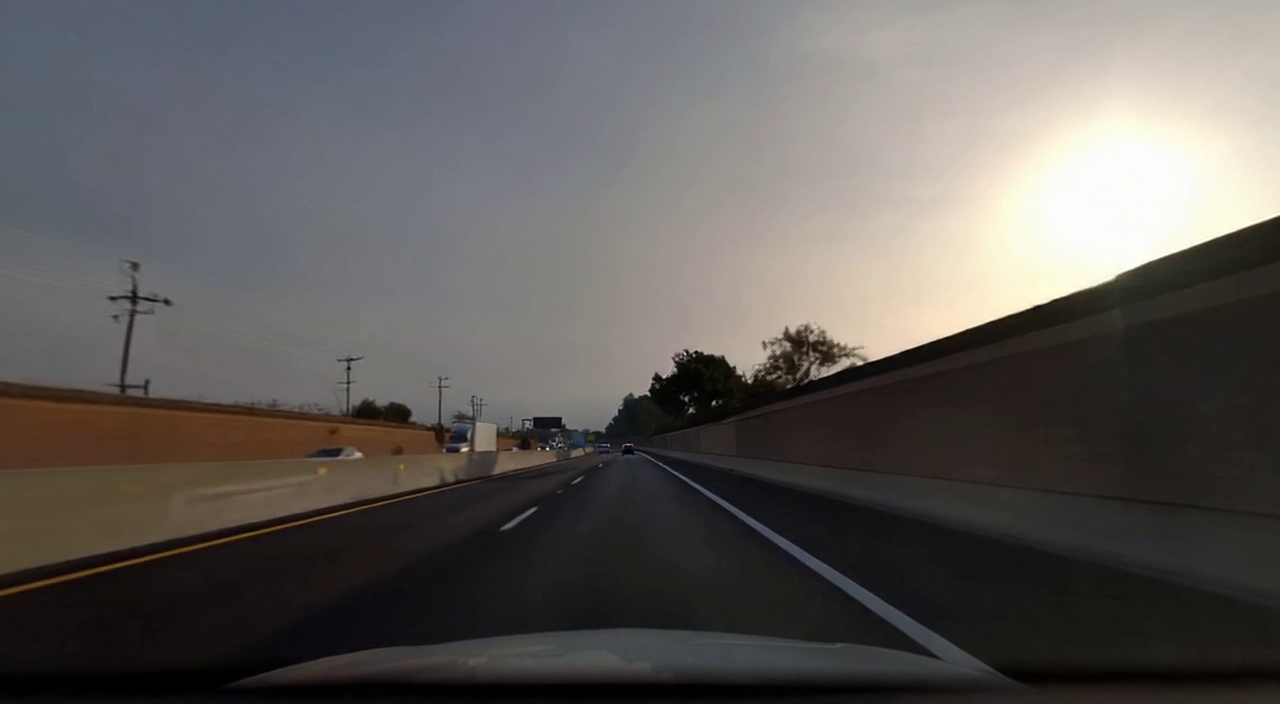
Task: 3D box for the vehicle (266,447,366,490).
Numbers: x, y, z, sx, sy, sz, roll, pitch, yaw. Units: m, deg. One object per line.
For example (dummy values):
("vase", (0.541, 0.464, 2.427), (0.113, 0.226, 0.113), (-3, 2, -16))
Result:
("vehicle", (-12.982, 4.645, 25.446), (1.903, 1.555, 4.299), (0, -9, -2))
